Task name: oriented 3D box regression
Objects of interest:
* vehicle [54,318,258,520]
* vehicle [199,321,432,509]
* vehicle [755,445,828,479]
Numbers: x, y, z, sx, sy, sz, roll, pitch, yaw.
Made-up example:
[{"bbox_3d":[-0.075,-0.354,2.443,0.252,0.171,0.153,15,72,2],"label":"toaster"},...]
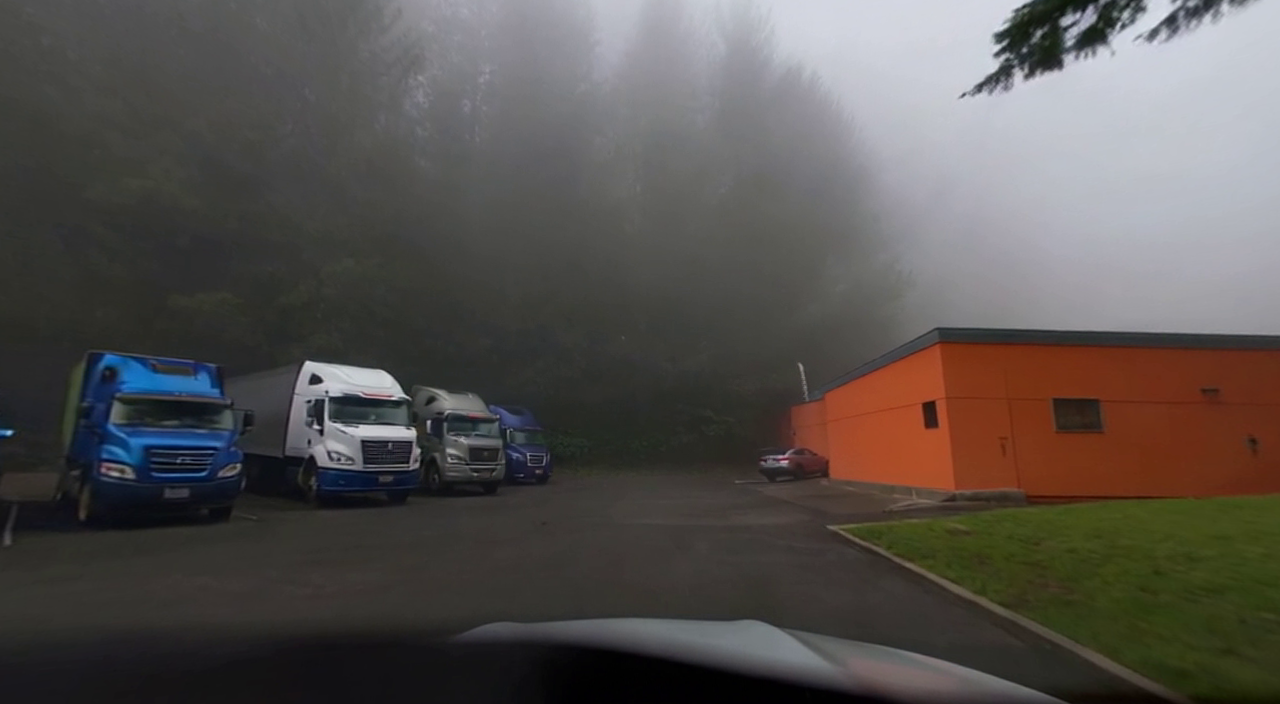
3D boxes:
[{"bbox_3d":[-13.678,2.083,17.329,3.038,3.871,11.512,7,-12,-41],"label":"vehicle"},{"bbox_3d":[-10.345,2.171,18.984,2.948,4.069,11.906,8,-12,-42],"label":"vehicle"},{"bbox_3d":[7.312,5.237,30.264,1.809,1.506,3.473,-9,-12,44],"label":"vehicle"}]
